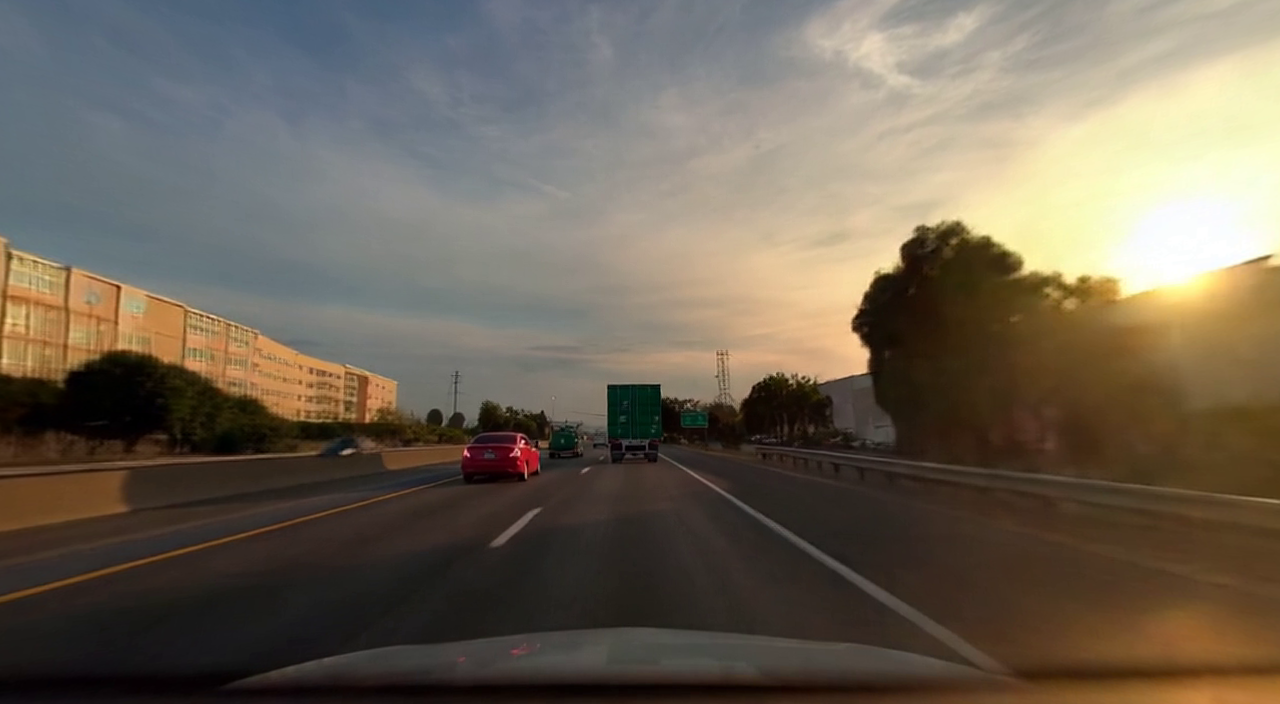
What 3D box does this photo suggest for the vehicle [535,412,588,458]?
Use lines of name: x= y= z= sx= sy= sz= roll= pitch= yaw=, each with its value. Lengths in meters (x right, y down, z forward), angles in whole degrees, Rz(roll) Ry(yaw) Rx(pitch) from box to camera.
vehicle: x=-5.044 y=5.481 z=41.516 sx=2.717 sy=2.714 sz=6.997 roll=0 pitch=-8 yaw=-1

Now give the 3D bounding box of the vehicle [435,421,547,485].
vehicle: x=-4.156 y=2.913 z=18.569 sx=2.005 sy=1.602 sz=5.131 roll=0 pitch=-8 yaw=1

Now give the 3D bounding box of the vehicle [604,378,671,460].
vehicle: x=-0.259 y=3.964 z=36.037 sx=3.259 sy=4.066 sz=9.891 roll=0 pitch=-8 yaw=-2

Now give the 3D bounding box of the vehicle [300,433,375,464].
vehicle: x=-17.082 y=5.465 z=35.838 sx=2.132 sy=1.644 sz=4.327 roll=0 pitch=-8 yaw=-1
